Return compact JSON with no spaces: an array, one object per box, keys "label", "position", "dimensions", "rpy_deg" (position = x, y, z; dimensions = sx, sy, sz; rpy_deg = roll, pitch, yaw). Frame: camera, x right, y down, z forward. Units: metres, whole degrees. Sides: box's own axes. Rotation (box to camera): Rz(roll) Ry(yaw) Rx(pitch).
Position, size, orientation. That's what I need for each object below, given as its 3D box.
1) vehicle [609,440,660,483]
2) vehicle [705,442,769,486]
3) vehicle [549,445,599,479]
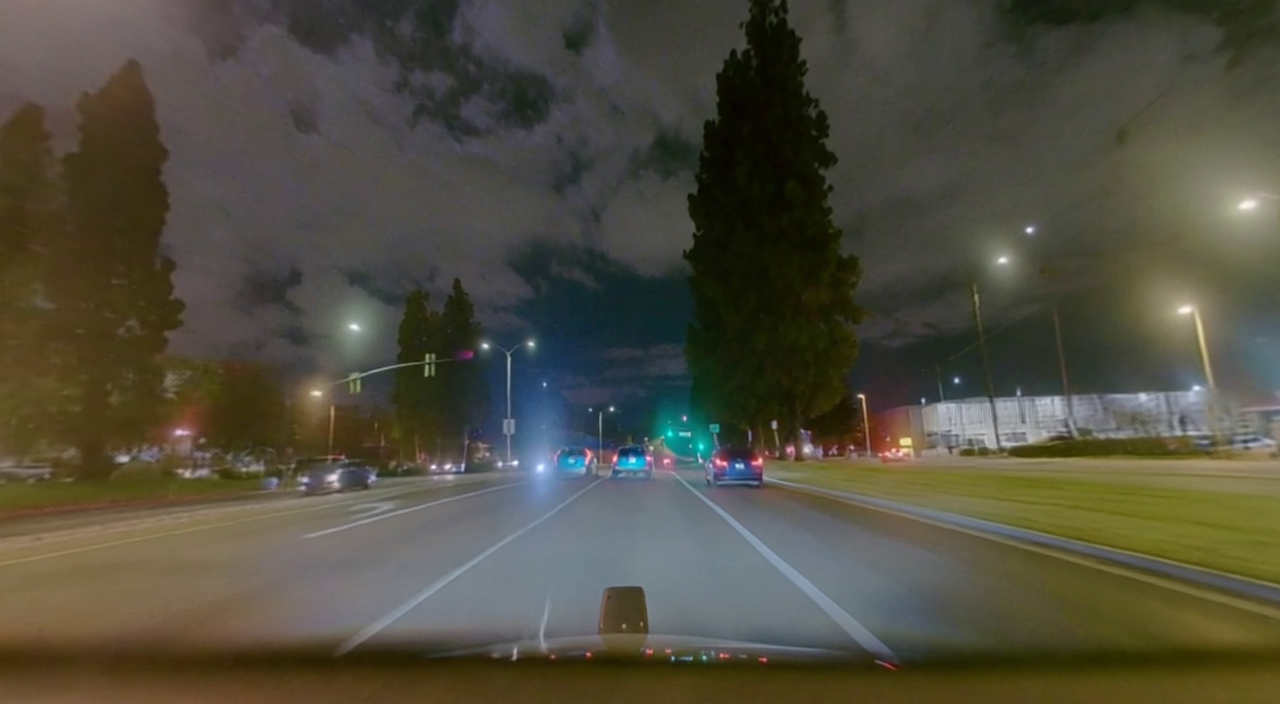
[{"label":"vehicle","position":[-0.221,4.725,27.523],"dimensions":[2.022,1.700,4.084],"rpy_deg":[0,-8,0]},{"label":"vehicle","position":[3.740,4.370,24.969],"dimensions":[1.847,1.554,4.052],"rpy_deg":[0,-8,-1]},{"label":"vehicle","position":[-3.490,5.901,34.216],"dimensions":[2.047,1.710,4.314],"rpy_deg":[0,-8,2]}]
